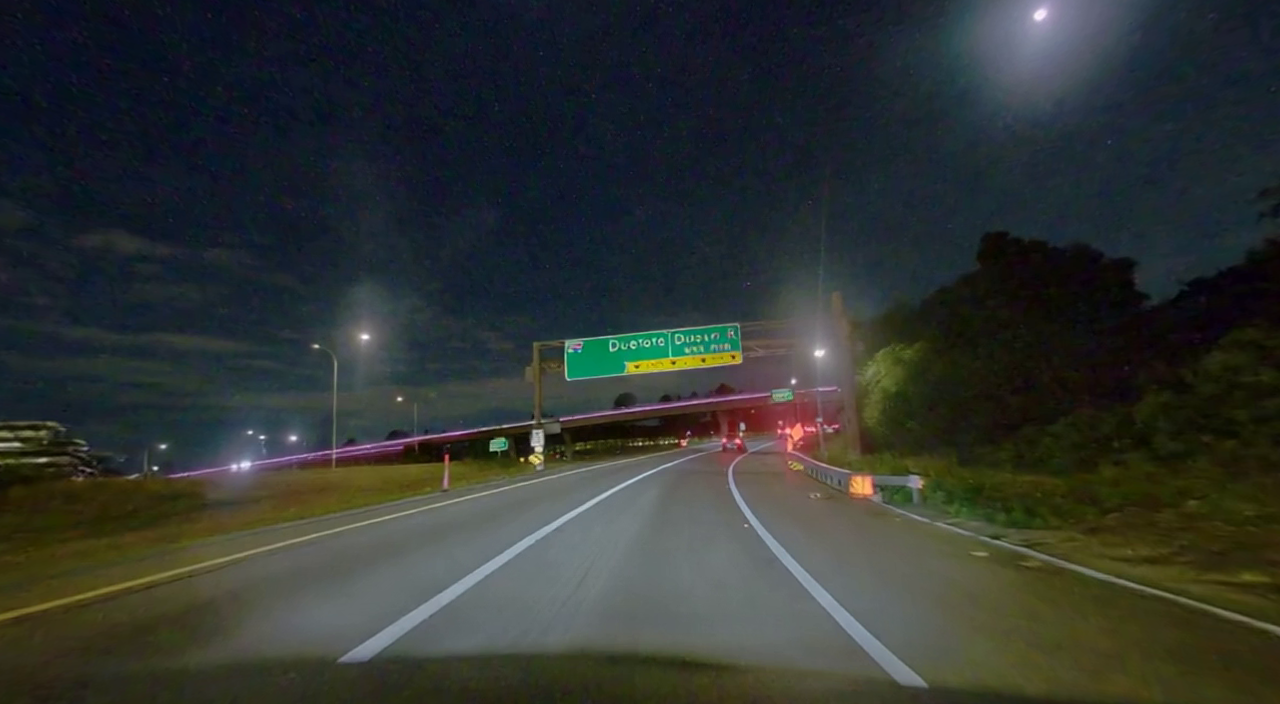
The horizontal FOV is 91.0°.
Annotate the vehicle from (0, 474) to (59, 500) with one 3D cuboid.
[{"bbox_3d":[-48.209,10.512,49.227,1.913,1.691,4.696,2,-9,-13],"label":"vehicle"}]

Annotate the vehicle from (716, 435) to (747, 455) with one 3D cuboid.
[{"bbox_3d":[7.262,7.343,49.815,1.985,1.511,4.012,-2,-9,14],"label":"vehicle"}]
